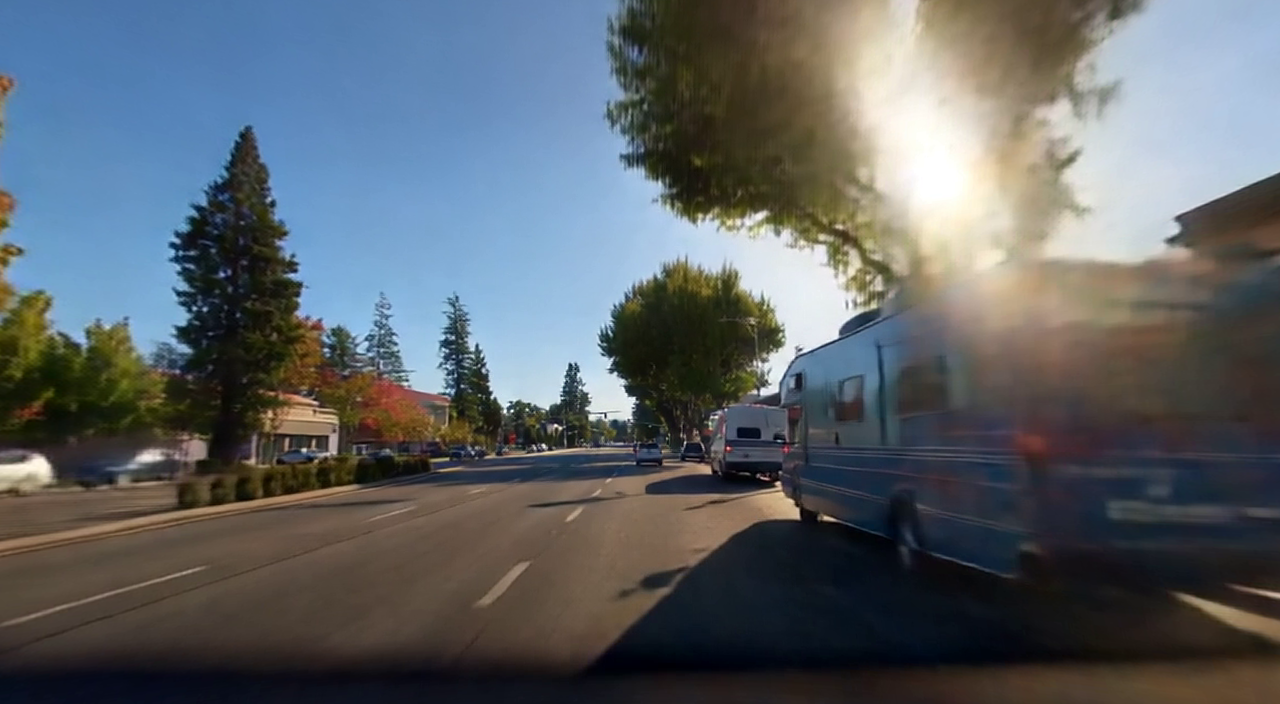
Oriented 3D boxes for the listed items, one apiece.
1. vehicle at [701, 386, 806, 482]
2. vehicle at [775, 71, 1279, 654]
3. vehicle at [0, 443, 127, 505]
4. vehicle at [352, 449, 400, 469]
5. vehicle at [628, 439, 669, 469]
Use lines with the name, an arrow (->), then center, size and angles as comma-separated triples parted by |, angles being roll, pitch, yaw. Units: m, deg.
vehicle -> 4.283, 3.451, 25.784 | 2.924, 3.250, 7.780 | -1, -9, 1
vehicle -> 4.112, 0.566, 8.377 | 2.896, 3.921, 8.415 | 0, -9, 1
vehicle -> -17.484, 3.393, 17.901 | 2.067, 1.578, 4.457 | 0, -9, 1
vehicle -> -20.350, 8.222, 48.820 | 1.796, 1.445, 4.236 | 0, -9, 1
vehicle -> 0.448, 5.613, 35.007 | 2.103, 1.506, 4.742 | 0, -9, 0
